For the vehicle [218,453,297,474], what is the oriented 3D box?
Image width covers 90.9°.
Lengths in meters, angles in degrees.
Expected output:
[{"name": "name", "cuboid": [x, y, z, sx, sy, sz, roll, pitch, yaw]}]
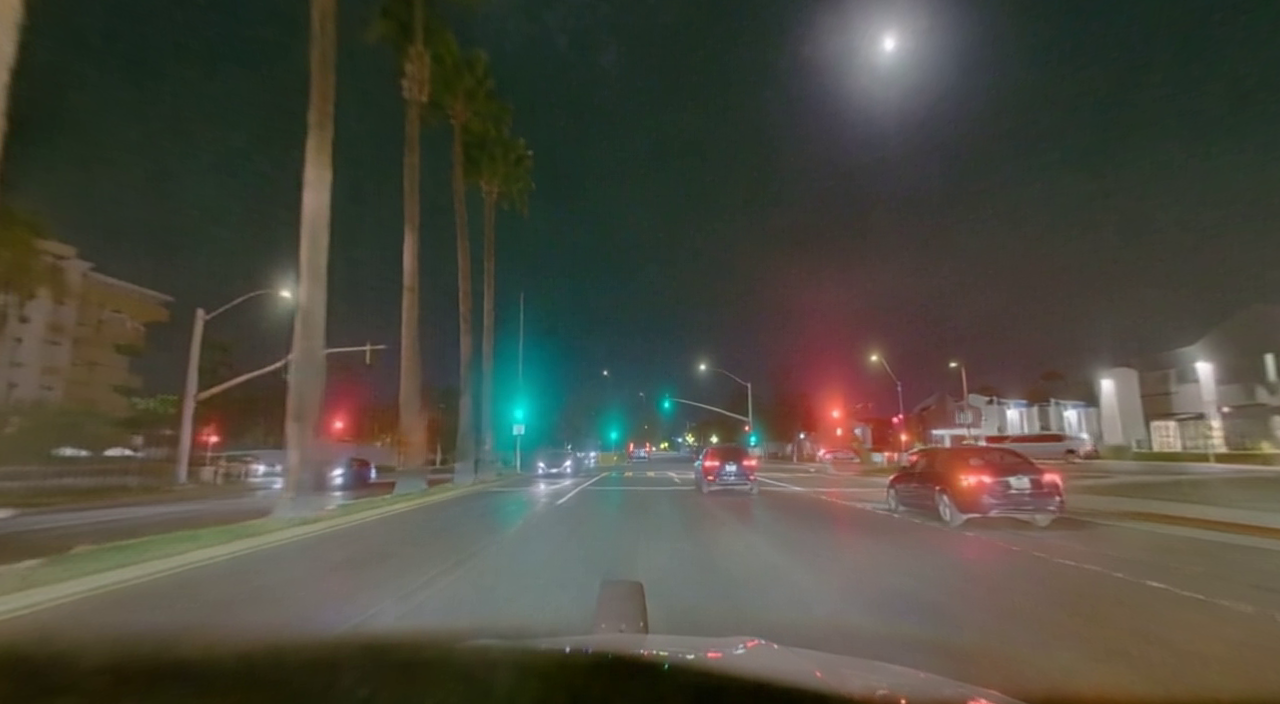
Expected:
[{"name": "vehicle", "cuboid": [-28.650, 8.341, 47.271, 4.579, 1.504, 1.942, 0, -9, -1]}]

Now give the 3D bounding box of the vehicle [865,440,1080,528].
[{"name": "vehicle", "cuboid": [6.482, 2.597, 13.035, 1.890, 1.471, 4.566, 0, -9, -1]}]

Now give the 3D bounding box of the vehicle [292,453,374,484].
[{"name": "vehicle", "cuboid": [-15.647, 5.932, 32.400, 1.902, 1.466, 4.463, 0, -9, 0]}]

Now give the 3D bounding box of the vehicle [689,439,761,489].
[{"name": "vehicle", "cuboid": [3.011, 4.061, 23.183, 2.009, 1.639, 4.267, 0, -9, -1]}]

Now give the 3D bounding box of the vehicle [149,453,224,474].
[{"name": "vehicle", "cuboid": [-34.097, 8.376, 47.452, 4.268, 1.476, 1.802, 0, -9, 0]}]

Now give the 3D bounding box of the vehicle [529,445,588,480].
[{"name": "vehicle", "cuboid": [-3.715, 5.115, 29.473, 2.037, 1.472, 4.152, 0, -9, 3]}]
